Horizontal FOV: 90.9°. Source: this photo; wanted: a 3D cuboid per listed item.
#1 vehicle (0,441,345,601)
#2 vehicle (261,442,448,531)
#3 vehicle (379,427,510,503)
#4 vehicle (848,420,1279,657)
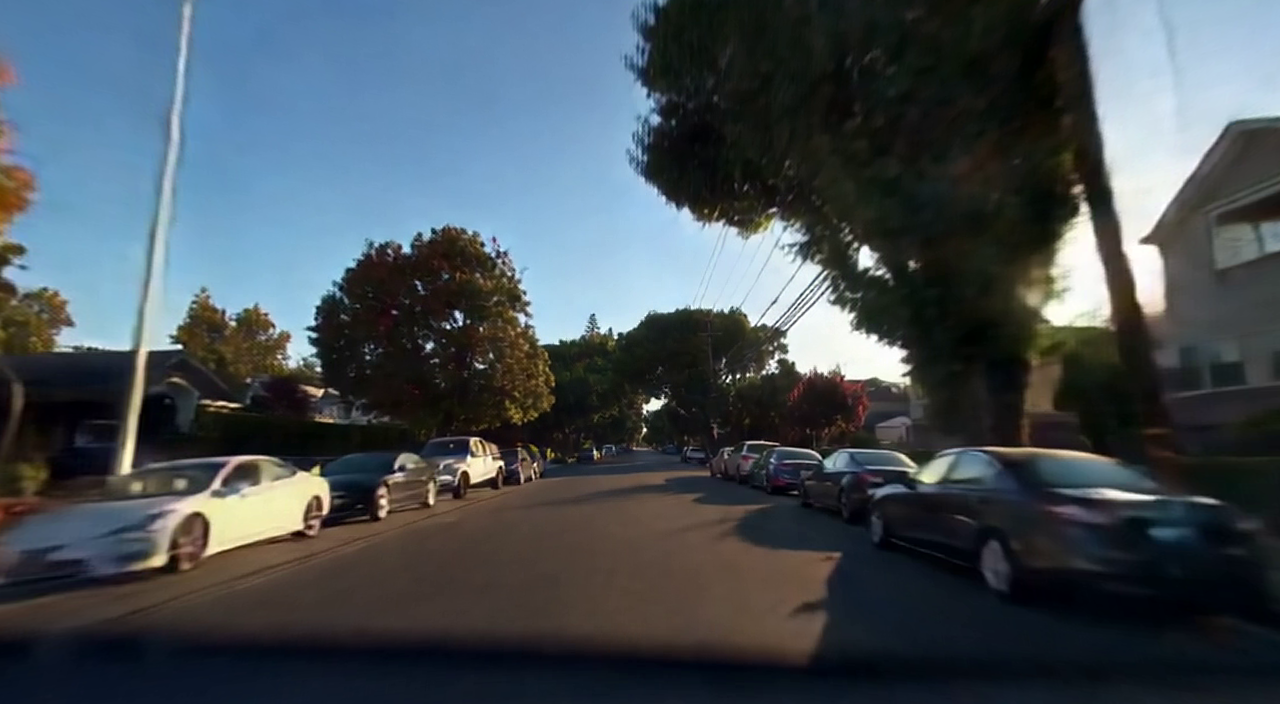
[{"bbox_3d":[-5.780,1.915,8.195,1.752,1.494,4.274,0,-8,1],"label":"vehicle"},{"bbox_3d":[-5.633,2.656,13.133,1.790,1.496,4.234,1,-8,2],"label":"vehicle"},{"bbox_3d":[-5.600,3.287,18.916,2.052,1.916,5.084,0,-8,3],"label":"vehicle"},{"bbox_3d":[3.859,1.578,6.525,1.873,1.546,4.599,0,-9,1],"label":"vehicle"}]
